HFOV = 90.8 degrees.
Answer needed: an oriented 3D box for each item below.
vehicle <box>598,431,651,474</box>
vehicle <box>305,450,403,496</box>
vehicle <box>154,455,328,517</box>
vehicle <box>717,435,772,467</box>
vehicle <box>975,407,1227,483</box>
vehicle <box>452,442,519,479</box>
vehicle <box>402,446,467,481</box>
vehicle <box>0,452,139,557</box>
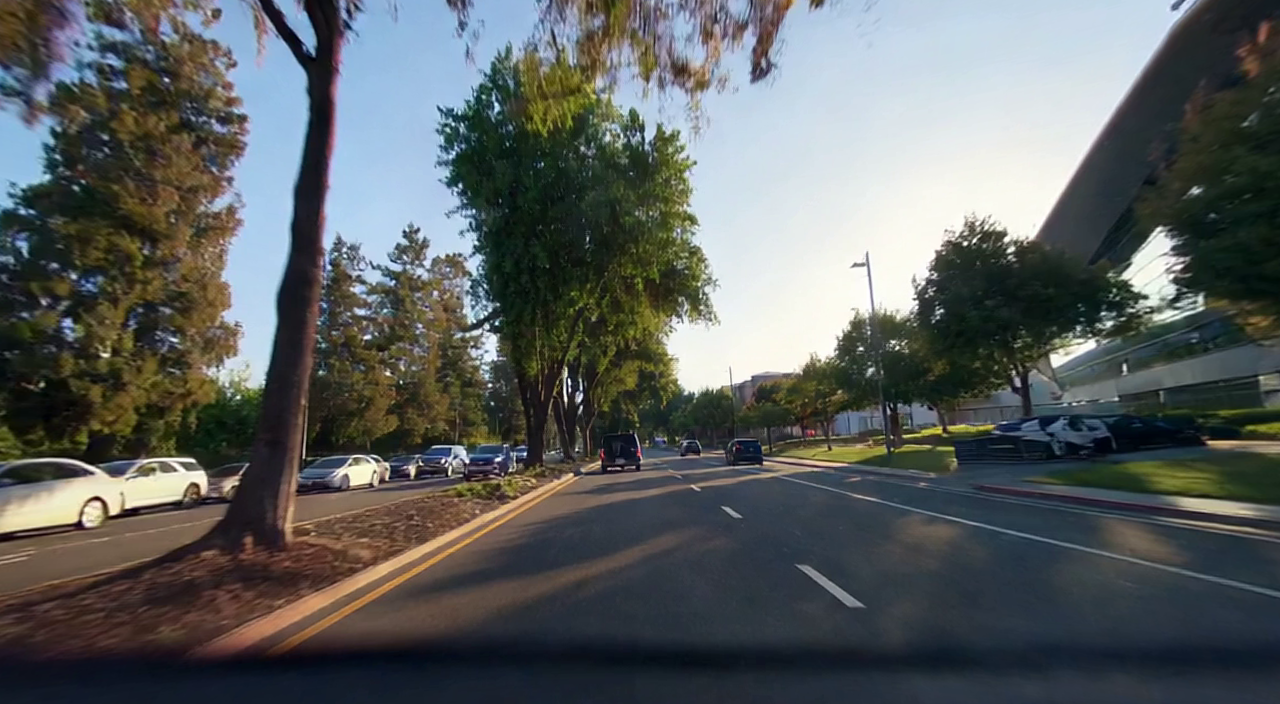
[{"bbox_3d":[-0.772,5.022,31.728,2.411,1.937,5.186,0,-8,-1],"label":"vehicle"},{"bbox_3d":[-11.310,4.780,25.356,2.025,1.651,4.097,0,-8,0],"label":"vehicle"},{"bbox_3d":[-11.532,3.862,18.772,2.107,1.524,4.697,0,-8,0],"label":"vehicle"},{"bbox_3d":[6.224,5.998,38.351,2.364,1.781,4.854,0,-8,-2],"label":"vehicle"},{"bbox_3d":[12.169,2.540,17.147,4.932,1.738,2.080,-5,-8,15],"label":"vehicle"},{"bbox_3d":[-8.191,5.793,34.077,2.184,1.824,5.418,0,-8,0],"label":"vehicle"},{"bbox_3d":[-11.389,6.190,35.364,2.093,1.816,4.559,0,-8,0],"label":"vehicle"},{"bbox_3d":[-11.629,2.667,11.238,1.944,1.698,4.329,0,-8,-2],"label":"vehicle"}]
